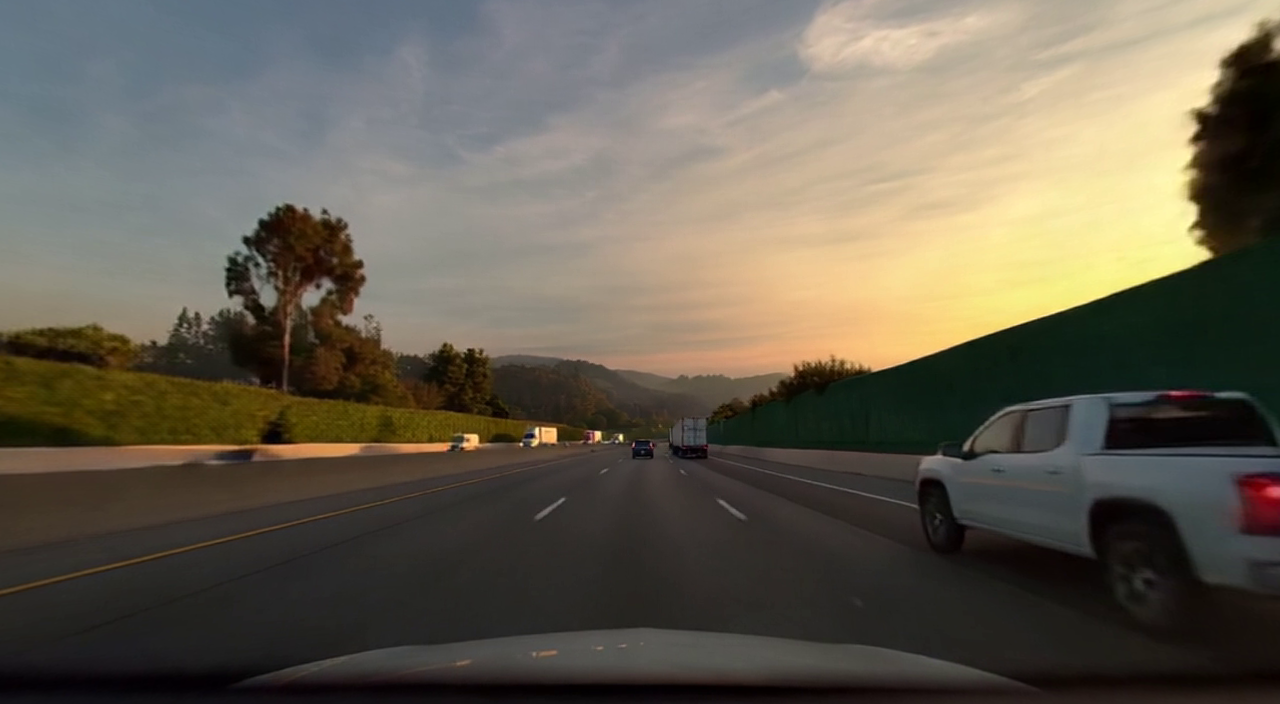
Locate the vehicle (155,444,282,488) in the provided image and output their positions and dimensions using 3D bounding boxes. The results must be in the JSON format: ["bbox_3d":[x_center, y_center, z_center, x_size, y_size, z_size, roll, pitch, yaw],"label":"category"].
[{"bbox_3d":[-15.713,4.239,23.751,1.908,1.466,3.993,0,-8,2],"label":"vehicle"}]

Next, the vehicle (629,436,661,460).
[{"bbox_3d":[0.337,7.472,49.237,2.389,1.760,4.473,0,-8,0],"label":"vehicle"}]

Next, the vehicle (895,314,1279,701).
[{"bbox_3d":[4.346,1.082,5.241,2.209,1.943,5.262,0,-8,0],"label":"vehicle"}]
